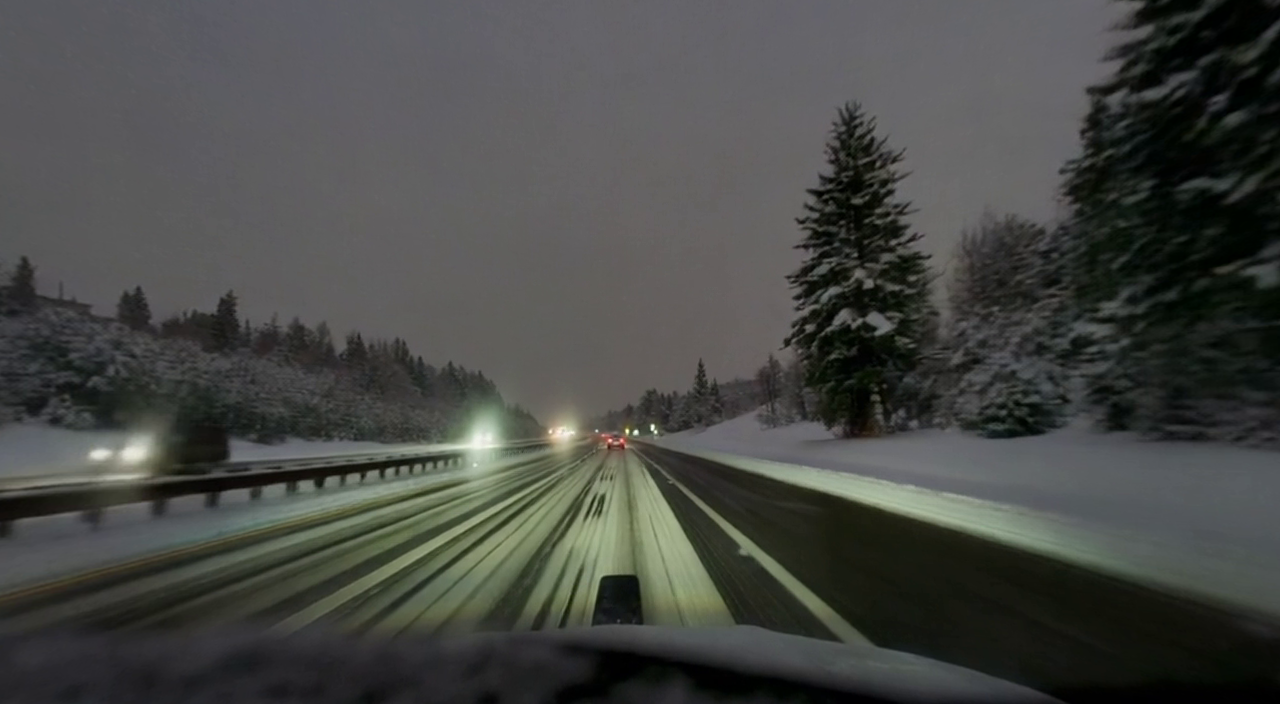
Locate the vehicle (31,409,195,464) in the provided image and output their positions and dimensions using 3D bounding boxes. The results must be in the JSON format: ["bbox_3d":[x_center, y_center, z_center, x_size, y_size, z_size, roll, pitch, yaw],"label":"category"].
[{"bbox_3d":[-20.228,3.296,24.490,2.128,1.893,4.820,0,-8,1],"label":"vehicle"}]
